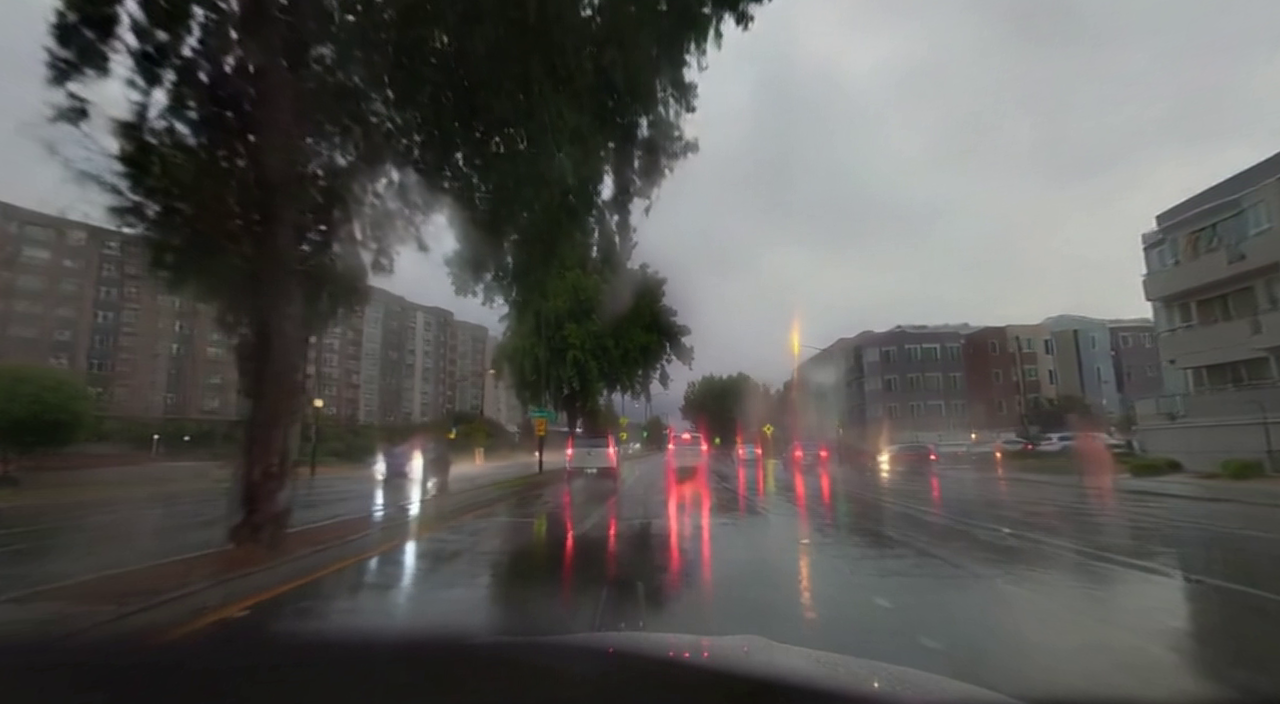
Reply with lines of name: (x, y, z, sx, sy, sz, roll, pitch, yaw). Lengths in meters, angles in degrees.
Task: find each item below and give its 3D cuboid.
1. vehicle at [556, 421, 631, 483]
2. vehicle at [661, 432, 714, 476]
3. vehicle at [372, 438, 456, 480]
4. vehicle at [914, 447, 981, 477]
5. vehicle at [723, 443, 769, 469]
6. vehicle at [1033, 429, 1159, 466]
vehicle: (-1.643, 3.839, 24.382, 2.396, 2.143, 4.824, 0, -8, 2)
vehicle: (2.080, 4.610, 28.628, 2.222, 1.841, 4.031, -1, -8, 2)
vehicle: (-10.355, 4.926, 29.352, 2.098, 1.760, 4.654, 0, -8, 1)
vehicle: (15.842, 5.654, 32.674, 1.706, 1.474, 3.761, -1, -8, 3)
vehicle: (6.350, 6.247, 38.182, 2.075, 1.486, 4.316, 0, -8, 1)
vehicle: (24.869, 5.234, 34.580, 5.050, 1.756, 2.206, -3, -9, 4)
